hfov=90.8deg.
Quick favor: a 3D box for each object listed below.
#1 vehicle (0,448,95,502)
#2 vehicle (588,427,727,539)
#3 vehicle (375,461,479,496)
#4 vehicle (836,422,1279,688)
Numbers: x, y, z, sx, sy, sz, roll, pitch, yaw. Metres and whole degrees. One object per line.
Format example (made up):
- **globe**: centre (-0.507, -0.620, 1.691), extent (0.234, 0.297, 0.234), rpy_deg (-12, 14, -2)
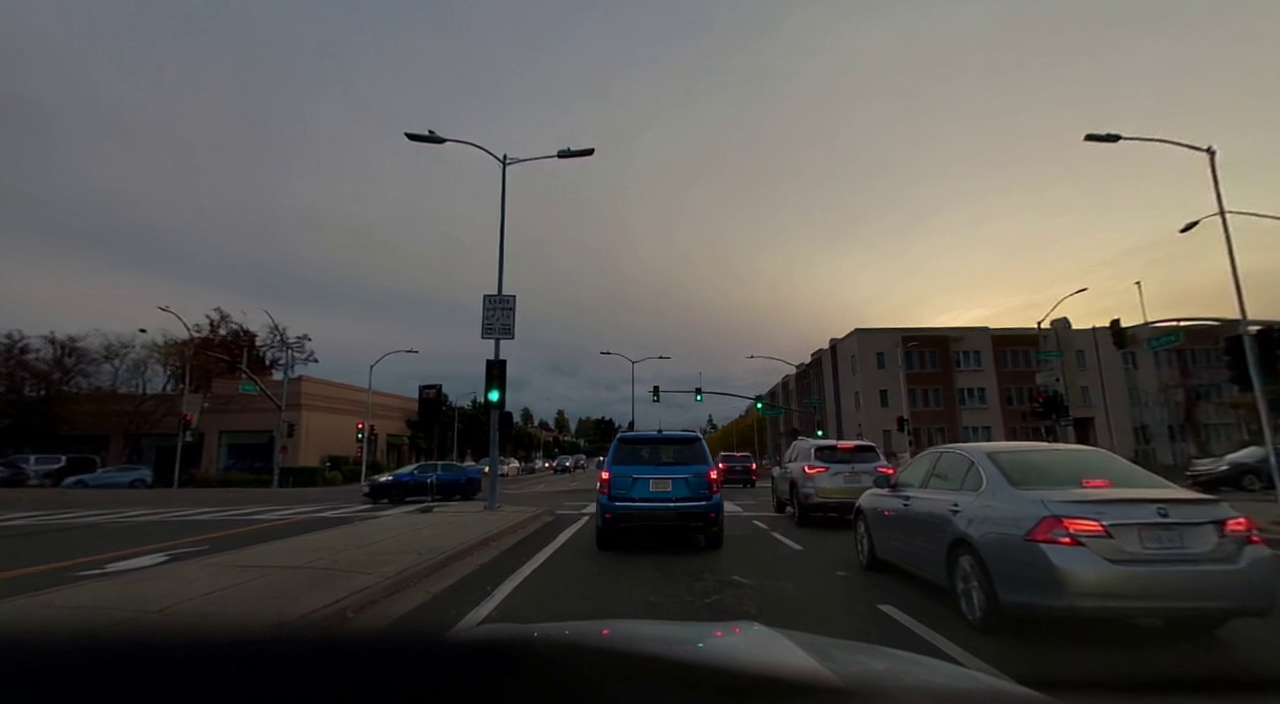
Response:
- **vehicle**: centre (-25.017, 4.779, 24.783), extent (5.062, 1.946, 2.243), rpy_deg (0, -9, 0)
- **vehicle**: centre (0.219, 2.507, 12.766), extent (2.292, 1.840, 4.394), rpy_deg (0, -9, -2)
- **vehicle**: centre (-9.606, 5.655, 28.397), extent (4.447, 1.430, 1.885), rpy_deg (-5, -12, 30)
- **vehicle**: centre (3.569, 1.540, 6.113), extent (2.056, 1.516, 4.776), rpy_deg (-1, -9, 3)
